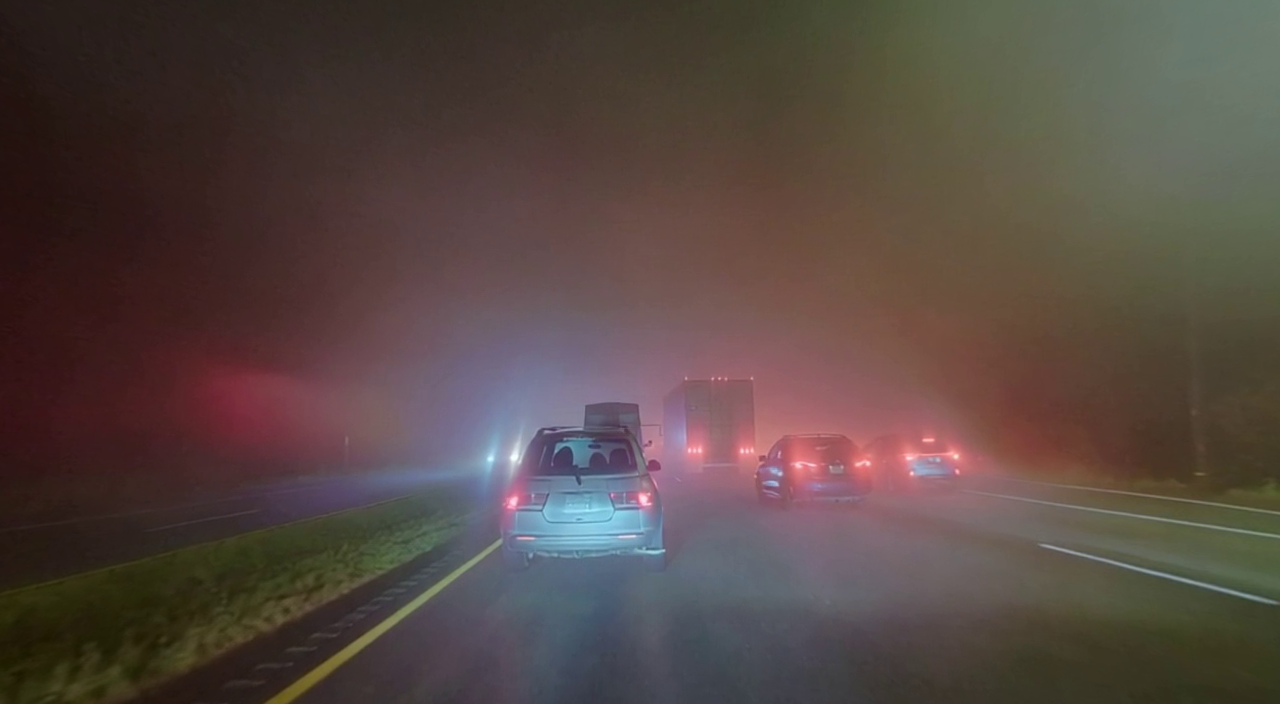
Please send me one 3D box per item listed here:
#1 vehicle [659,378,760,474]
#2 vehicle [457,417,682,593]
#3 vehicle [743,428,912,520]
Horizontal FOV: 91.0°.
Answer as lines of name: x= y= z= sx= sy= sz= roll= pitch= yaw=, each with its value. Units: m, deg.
vehicle: x=3.365 y=4.466 z=36.658 sx=3.591 sy=4.290 sz=16.696 roll=0 pitch=-8 yaw=-1
vehicle: x=-0.704 y=1.668 z=7.745 sx=2.009 sy=1.554 sz=4.013 roll=0 pitch=-8 yaw=-2
vehicle: x=3.529 y=2.385 z=12.942 sx=1.960 sy=1.515 sz=4.713 roll=0 pitch=-8 yaw=-1
